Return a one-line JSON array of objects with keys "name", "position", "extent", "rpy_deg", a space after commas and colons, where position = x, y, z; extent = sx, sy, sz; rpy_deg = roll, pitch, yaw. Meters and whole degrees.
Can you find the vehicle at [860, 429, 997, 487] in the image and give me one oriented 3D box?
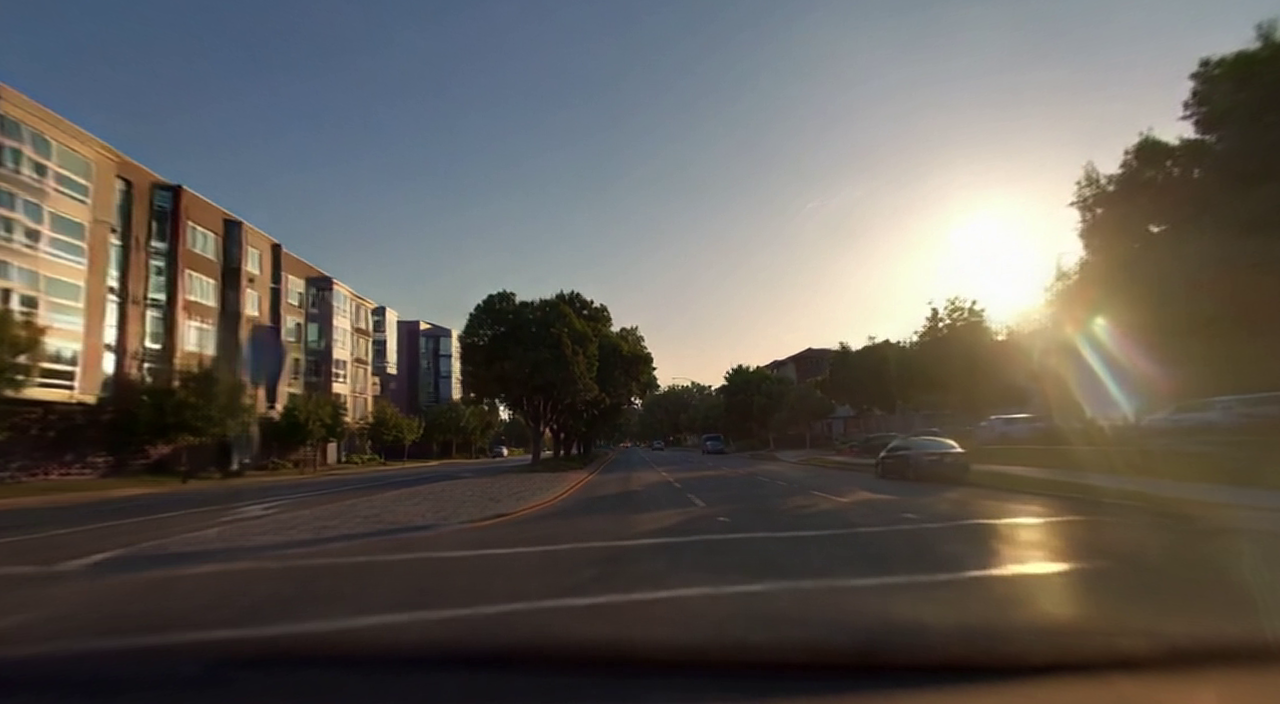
[{"name": "vehicle", "position": [9.765, 3.633, 21.969], "extent": [2.065, 1.732, 5.036], "rpy_deg": [0, -8, -4]}]
